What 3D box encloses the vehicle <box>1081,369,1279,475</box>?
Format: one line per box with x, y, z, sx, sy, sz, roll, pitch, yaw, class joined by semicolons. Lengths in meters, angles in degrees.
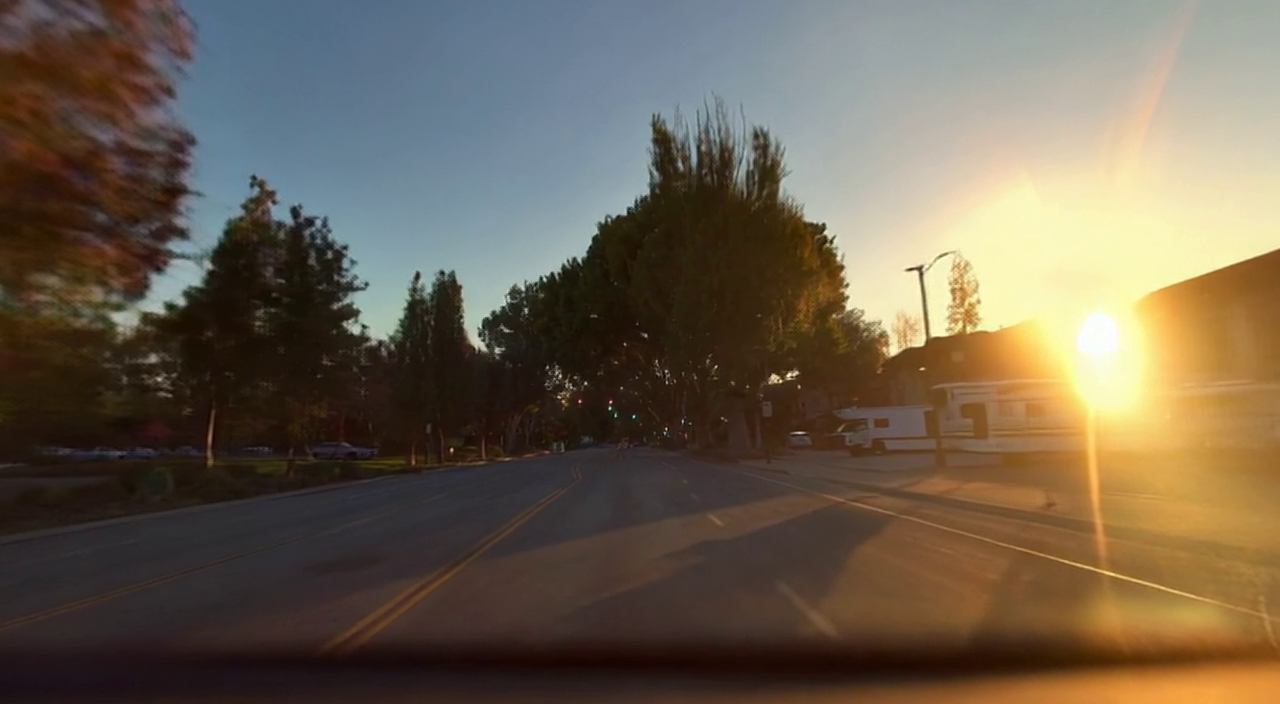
16.104;1.892;16.698;6.894;2.500;2.853;1;-8;-5;vehicle

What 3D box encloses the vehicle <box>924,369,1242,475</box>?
15.671;2.533;22.837;9.450;3.499;2.789;0;-8;-3;vehicle
